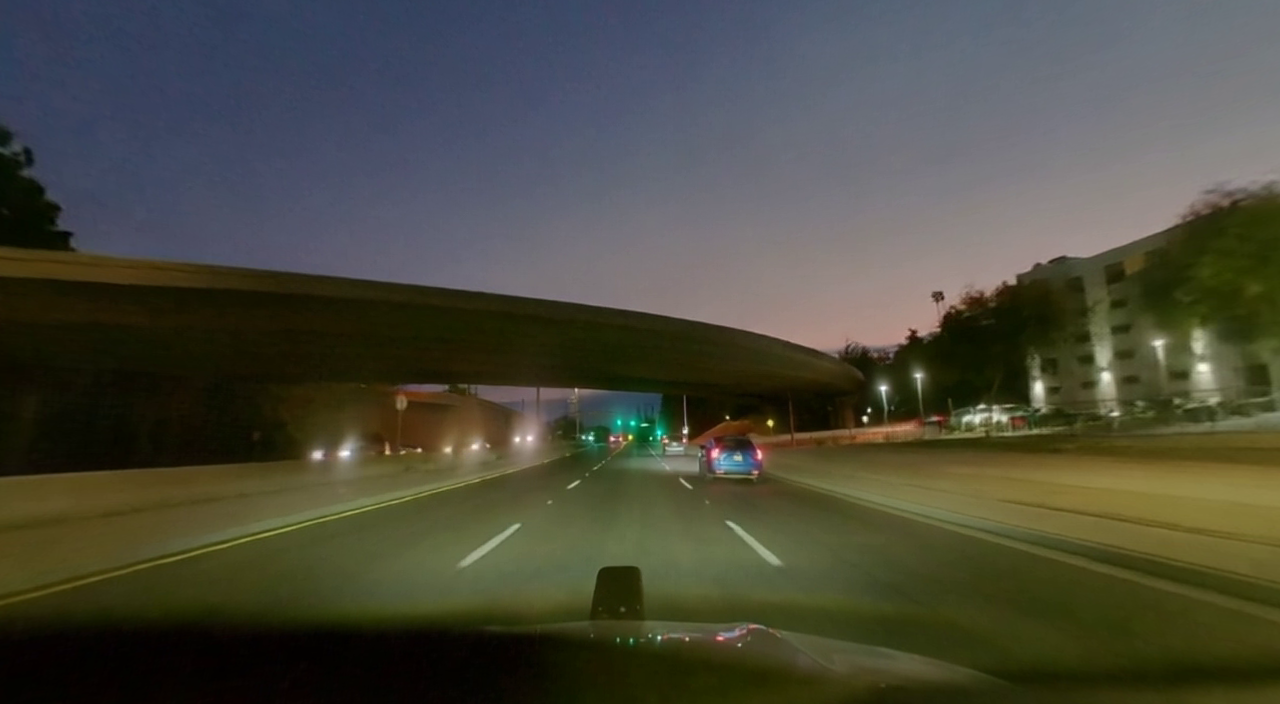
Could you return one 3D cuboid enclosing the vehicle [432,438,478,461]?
[{"bbox_3d":[-12.645,6.713,43.335,1.844,1.514,4.386,0,-8,0],"label":"vehicle"}]

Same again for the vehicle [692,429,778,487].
[{"bbox_3d":[3.015,3.508,21.075,2.110,1.712,4.489,0,-8,-1],"label":"vehicle"}]

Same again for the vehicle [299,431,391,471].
[{"bbox_3d":[-16.035,5.419,34.657,2.243,1.952,5.838,0,-9,0],"label":"vehicle"}]
